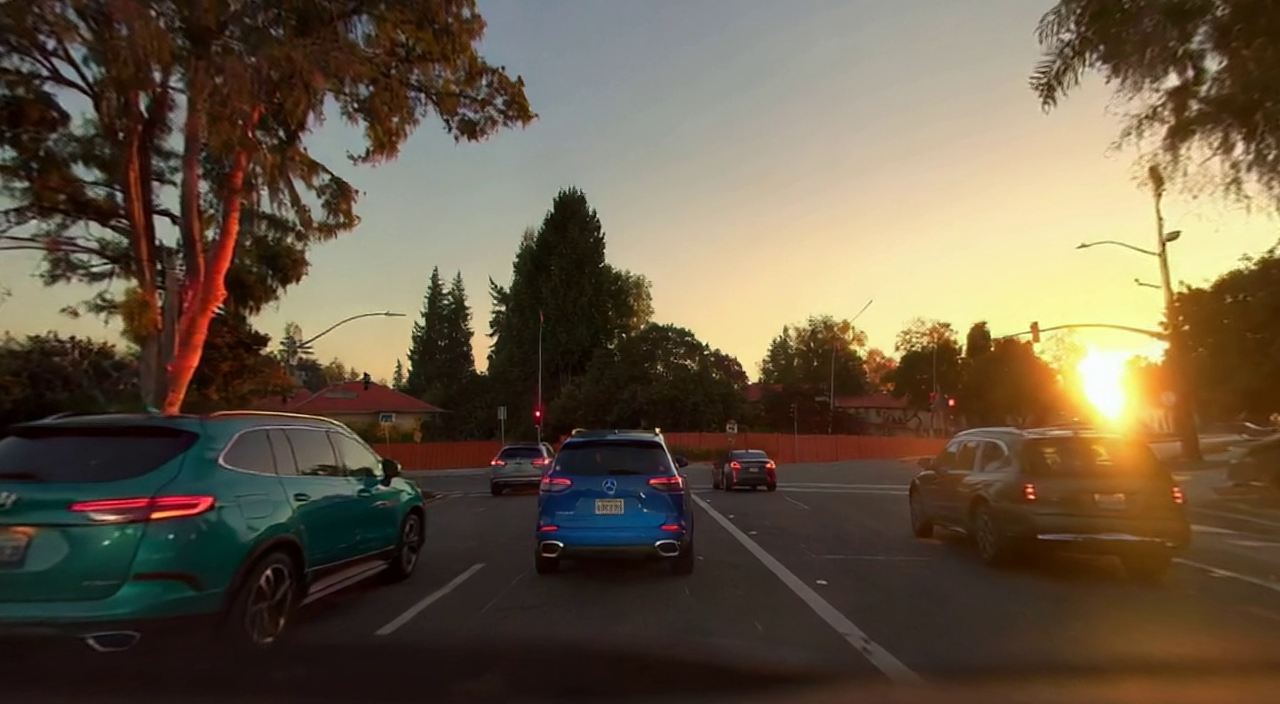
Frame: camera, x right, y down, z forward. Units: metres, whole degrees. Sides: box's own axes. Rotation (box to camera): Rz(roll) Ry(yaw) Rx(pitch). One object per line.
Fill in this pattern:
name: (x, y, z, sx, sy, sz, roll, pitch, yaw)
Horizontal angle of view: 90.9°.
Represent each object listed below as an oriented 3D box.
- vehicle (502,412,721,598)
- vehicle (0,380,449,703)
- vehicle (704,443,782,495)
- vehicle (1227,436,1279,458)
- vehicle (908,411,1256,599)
vehicle: (-0.198, 1.728, 7.960, 2.022, 1.700, 4.084, 0, -9, 2)
vehicle: (-3.466, 1.353, 5.604, 2.047, 1.741, 4.470, 0, -9, 1)
vehicle: (3.373, 3.891, 21.345, 1.847, 1.554, 3.885, 0, -9, -2)
vehicle: (44.082, 6.543, 43.421, 4.835, 1.518, 1.910, -4, -9, 24)
vehicle: (5.173, 1.795, 8.366, 2.014, 1.740, 4.515, -2, -9, 11)
